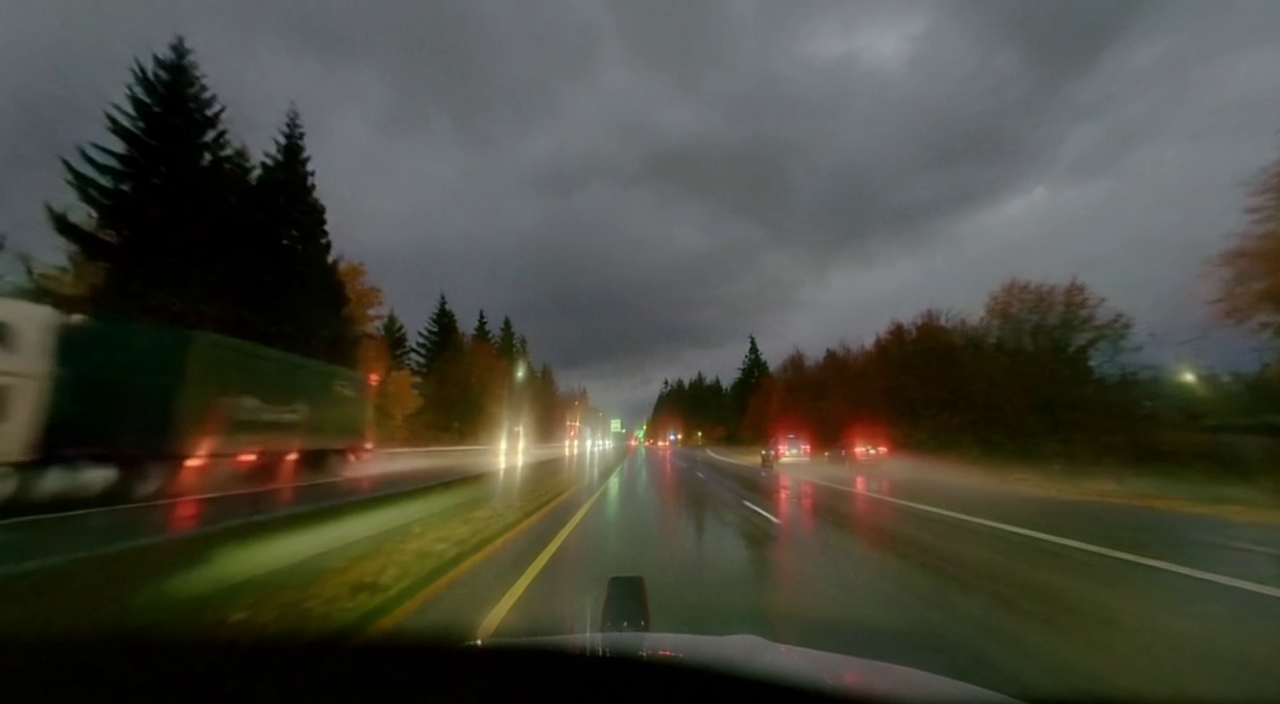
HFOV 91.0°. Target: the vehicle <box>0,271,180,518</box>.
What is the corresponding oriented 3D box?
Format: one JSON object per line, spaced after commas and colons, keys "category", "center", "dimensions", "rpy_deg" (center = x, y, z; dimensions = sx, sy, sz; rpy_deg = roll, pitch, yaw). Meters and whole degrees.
{"category": "vehicle", "center": [-11.257, 0.726, 10.177], "dimensions": [2.946, 3.741, 5.919], "rpy_deg": [0, -8, 0]}
